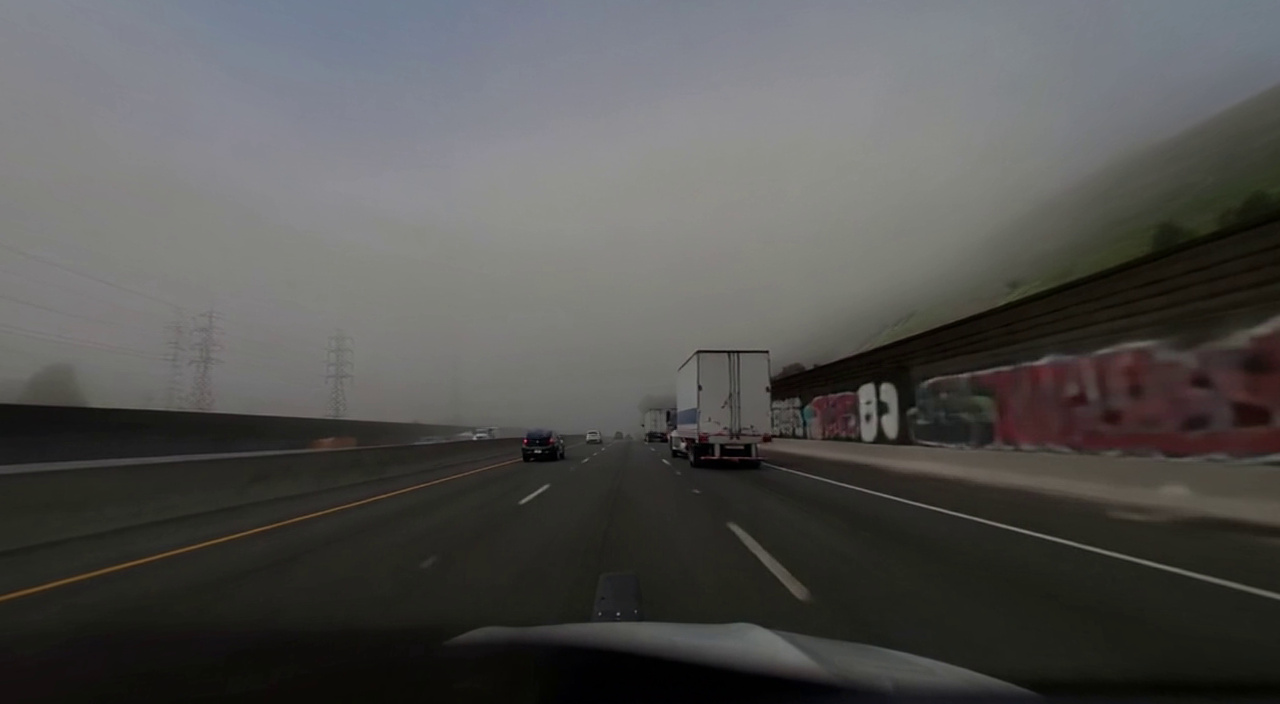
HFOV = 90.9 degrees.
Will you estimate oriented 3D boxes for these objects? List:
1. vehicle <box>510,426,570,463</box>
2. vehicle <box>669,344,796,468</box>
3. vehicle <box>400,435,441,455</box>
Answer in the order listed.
[{"bbox_3d":[-4.319,4.070,27.885,1.965,1.486,4.448,0,-8,-1],"label":"vehicle"},{"bbox_3d":[3.112,2.396,25.115,3.060,3.842,11.095,0,-8,-2],"label":"vehicle"},{"bbox_3d":[-16.139,6.848,46.456,1.642,1.416,3.639,0,-8,1],"label":"vehicle"}]
